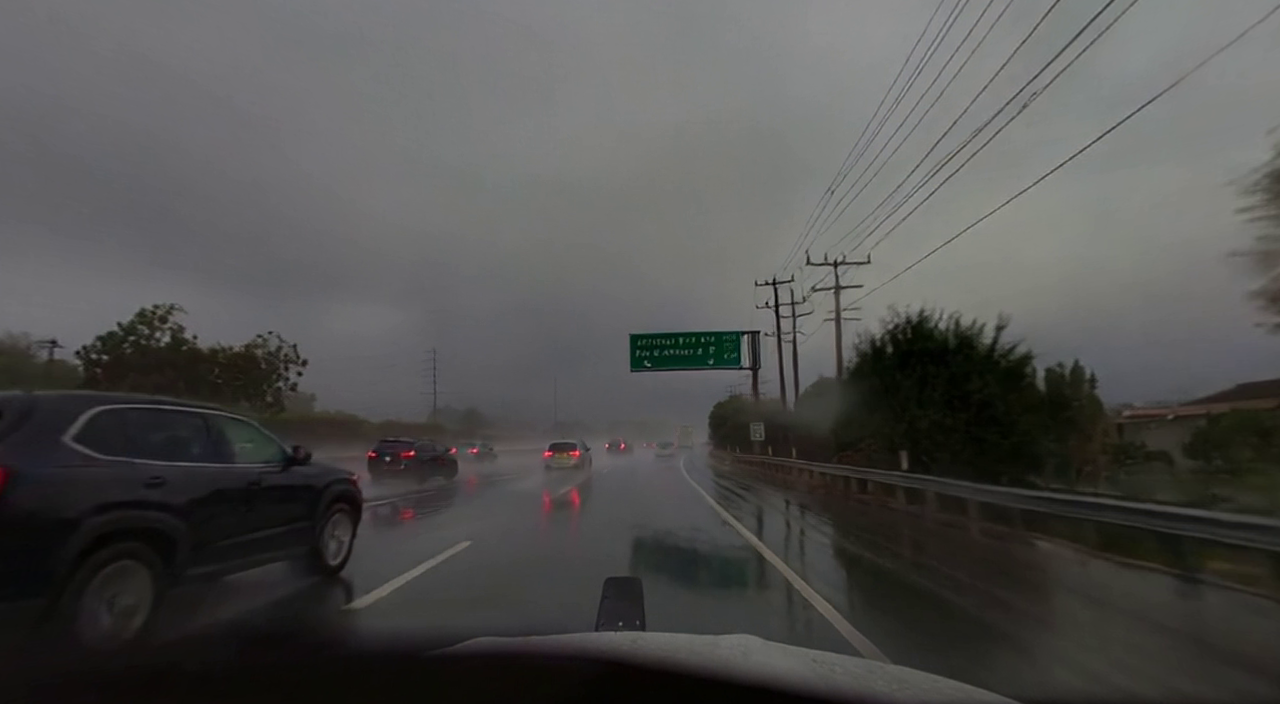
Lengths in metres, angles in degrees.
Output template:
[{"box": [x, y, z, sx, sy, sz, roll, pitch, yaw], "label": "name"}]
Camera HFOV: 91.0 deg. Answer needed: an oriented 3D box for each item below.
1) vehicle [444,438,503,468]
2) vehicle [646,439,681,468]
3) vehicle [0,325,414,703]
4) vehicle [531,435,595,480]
[{"box": [-10.095, 6.195, 38.710, 2.097, 1.722, 4.981, 0, -9, 2], "label": "vehicle"}, {"box": [1.479, 6.137, 38.214, 2.038, 1.677, 4.219, -1, -9, 4], "label": "vehicle"}, {"box": [-3.579, 1.079, 4.237, 2.202, 1.801, 4.959, 0, -9, 1], "label": "vehicle"}, {"box": [-3.056, 4.301, 25.916, 1.976, 1.688, 4.124, 0, -9, 2], "label": "vehicle"}]
